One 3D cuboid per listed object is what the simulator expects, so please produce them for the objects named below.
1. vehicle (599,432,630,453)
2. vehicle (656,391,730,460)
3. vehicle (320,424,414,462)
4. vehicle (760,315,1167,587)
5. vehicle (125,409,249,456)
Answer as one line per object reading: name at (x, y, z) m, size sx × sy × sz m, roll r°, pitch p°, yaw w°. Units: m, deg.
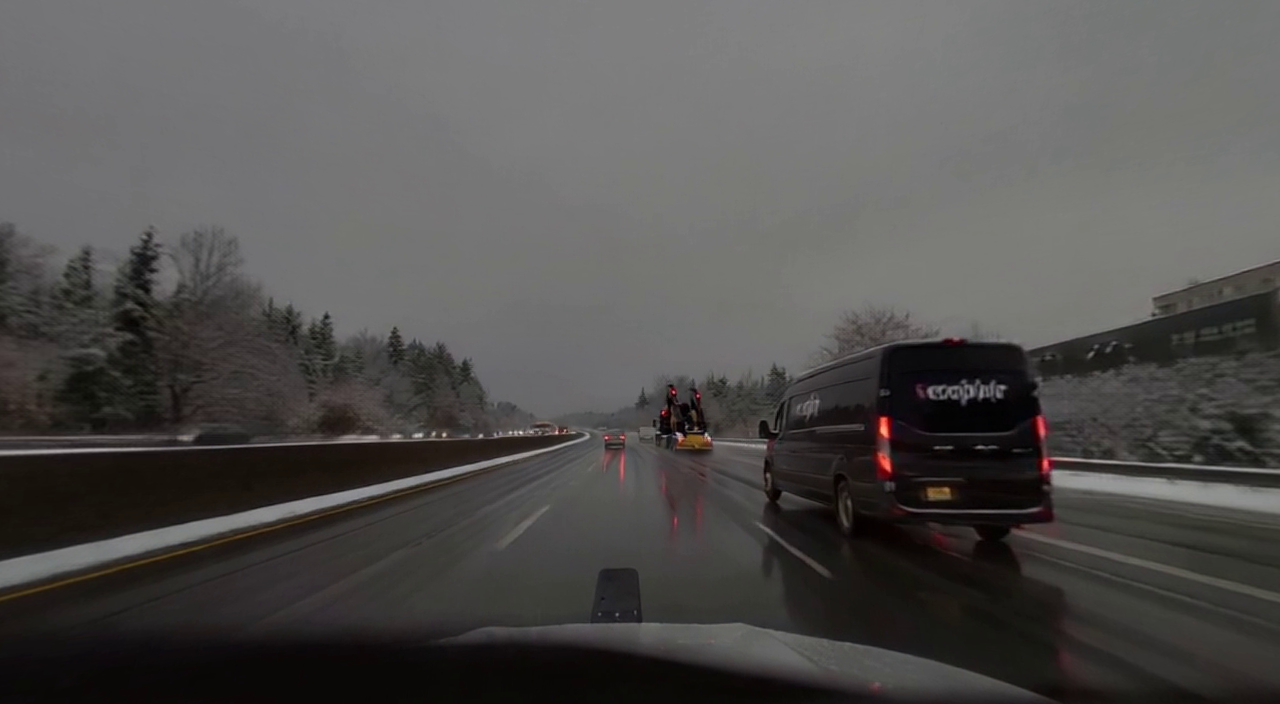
vehicle at (-1.903, 6.713, 46.851) m, size 2.217 × 1.502 × 4.222 m, roll 0°, pitch -8°, yaw -2°
vehicle at (3.033, 4.719, 39.547) m, size 2.912 × 3.738 × 10.123 m, roll 1°, pitch -8°, yaw -5°
vehicle at (-11.569, 3.879, 27.084) m, size 2.029 × 1.483 × 4.613 m, roll 0°, pitch -8°, yaw -1°
vehicle at (3.553, 1.292, 8.830) m, size 2.386 × 2.509 × 5.880 m, roll 0°, pitch -8°, yaw -2°
vehicle at (-20.736, 3.741, 29.181) m, size 2.095 × 1.965 × 5.183 m, roll 1°, pitch -8°, yaw -4°
